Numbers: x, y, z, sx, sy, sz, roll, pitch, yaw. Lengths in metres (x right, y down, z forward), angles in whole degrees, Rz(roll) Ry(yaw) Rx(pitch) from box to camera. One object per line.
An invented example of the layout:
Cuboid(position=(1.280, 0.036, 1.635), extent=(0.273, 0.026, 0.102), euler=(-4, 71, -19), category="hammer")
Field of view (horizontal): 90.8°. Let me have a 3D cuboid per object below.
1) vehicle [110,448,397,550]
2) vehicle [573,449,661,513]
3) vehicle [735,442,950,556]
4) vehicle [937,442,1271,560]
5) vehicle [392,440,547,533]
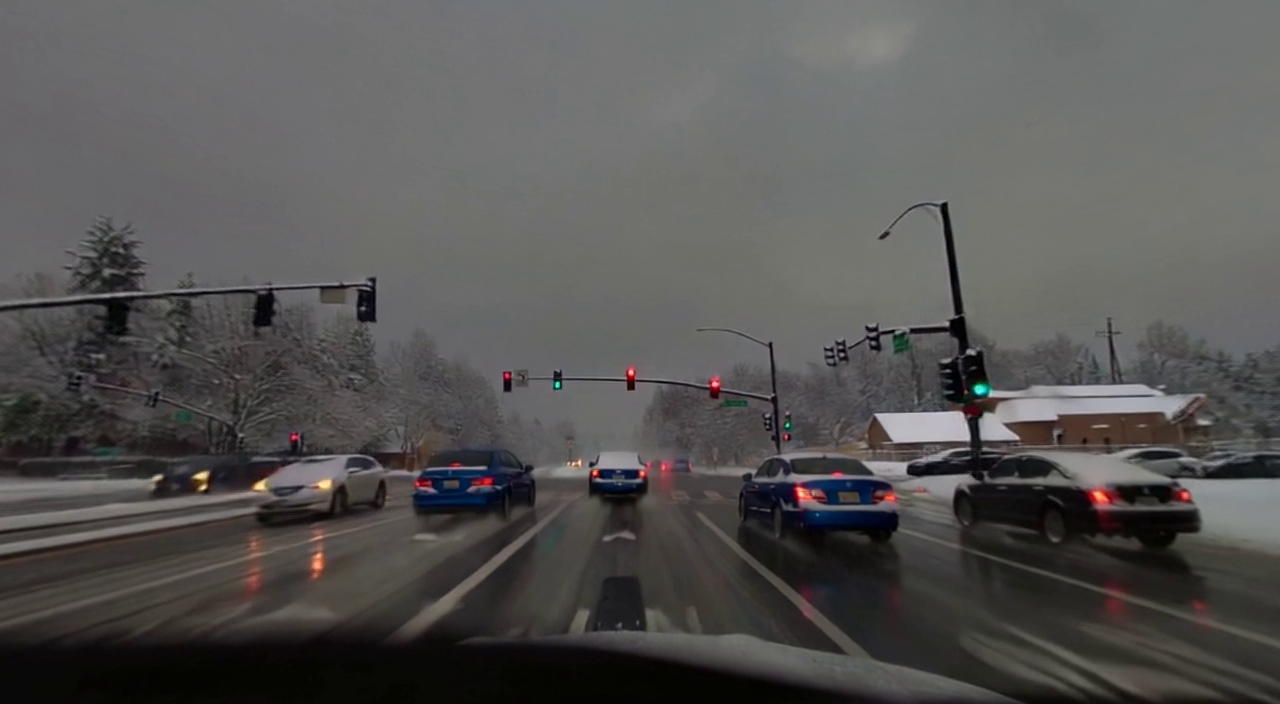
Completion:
Cuboid(position=(-6.736, 2.581, 12.066), extent=(2.032, 1.448, 5.500), euler=(0, -8, 0), category="vehicle")
Cuboid(position=(-0.549, 3.368, 17.063), extent=(2.065, 1.464, 4.216), euler=(0, -8, 0), category="vehicle")
Cuboid(position=(3.039, 2.298, 10.698), extent=(2.053, 1.490, 4.464), euler=(0, -8, -1), category="vehicle")
Cuboid(position=(6.887, 2.207, 10.195), extent=(2.004, 1.455, 4.417), euler=(0, -8, -1), category="vehicle")
Cuboid(position=(-3.322, 2.695, 13.353), extent=(2.073, 1.606, 4.364), euler=(0, -8, 0), category="vehicle")
